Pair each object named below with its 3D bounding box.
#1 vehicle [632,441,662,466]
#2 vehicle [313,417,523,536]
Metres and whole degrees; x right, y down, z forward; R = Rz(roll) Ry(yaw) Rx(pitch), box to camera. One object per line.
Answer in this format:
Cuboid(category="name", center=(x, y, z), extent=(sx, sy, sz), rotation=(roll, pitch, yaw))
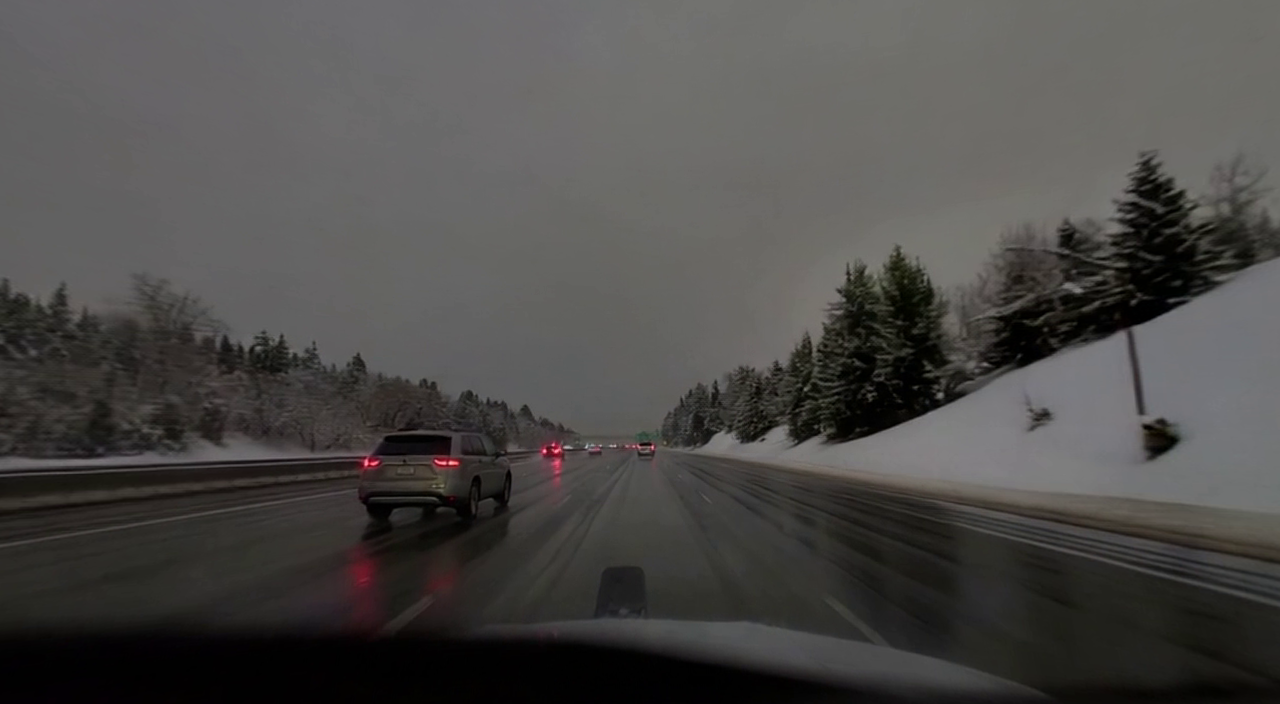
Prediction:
Cuboid(category="vehicle", center=(0.459, 7.038, 43.779), extent=(2.023, 1.589, 4.030), rotation=(0, -8, 0))
Cuboid(category="vehicle", center=(-3.755, 2.207, 11.750), extent=(2.214, 1.759, 4.435), rotation=(-1, -9, 1))
